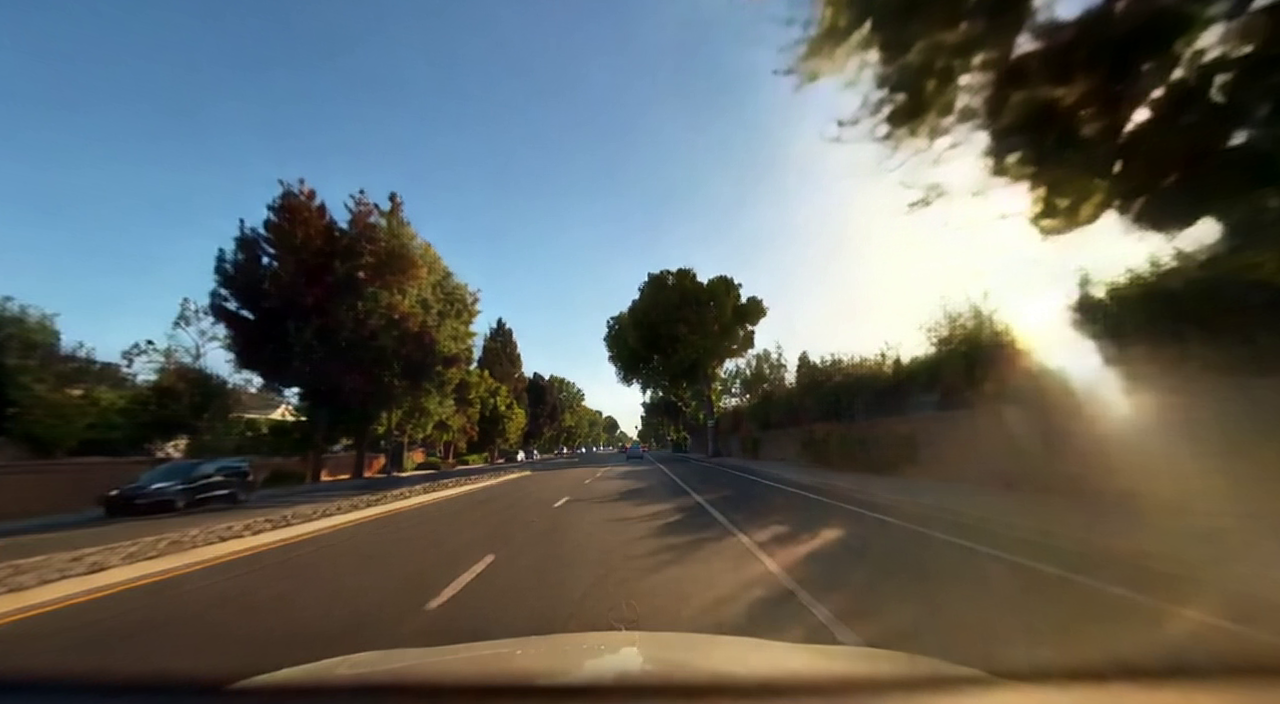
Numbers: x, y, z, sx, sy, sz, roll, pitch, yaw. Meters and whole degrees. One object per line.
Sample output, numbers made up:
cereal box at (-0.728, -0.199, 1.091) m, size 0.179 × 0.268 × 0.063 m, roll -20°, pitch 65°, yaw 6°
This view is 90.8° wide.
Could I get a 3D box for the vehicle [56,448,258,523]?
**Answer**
vehicle at (-14.589, 3.982, 19.665) m, size 2.055 × 1.742 × 5.503 m, roll -4°, pitch -7°, yaw -1°
